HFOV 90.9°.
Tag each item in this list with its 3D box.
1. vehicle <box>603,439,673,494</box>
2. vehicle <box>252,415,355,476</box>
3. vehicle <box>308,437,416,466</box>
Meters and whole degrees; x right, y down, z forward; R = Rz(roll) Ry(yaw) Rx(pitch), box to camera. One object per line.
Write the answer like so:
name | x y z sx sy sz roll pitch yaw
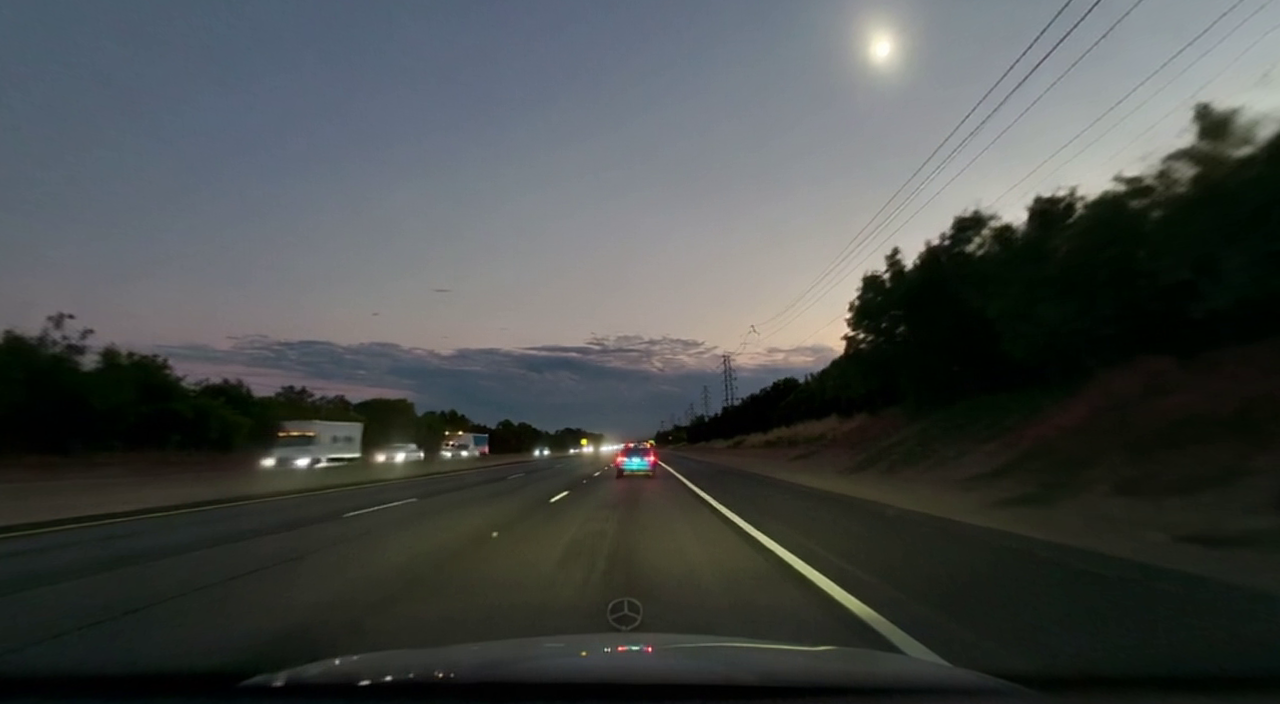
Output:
vehicle | -0.076 3.511 19.712 1.966 1.499 4.298 0 -9 -1
vehicle | -20.527 5.797 38.953 2.891 3.408 5.972 0 -9 1
vehicle | -20.406 7.424 47.301 2.783 1.863 11.406 0 -8 1
